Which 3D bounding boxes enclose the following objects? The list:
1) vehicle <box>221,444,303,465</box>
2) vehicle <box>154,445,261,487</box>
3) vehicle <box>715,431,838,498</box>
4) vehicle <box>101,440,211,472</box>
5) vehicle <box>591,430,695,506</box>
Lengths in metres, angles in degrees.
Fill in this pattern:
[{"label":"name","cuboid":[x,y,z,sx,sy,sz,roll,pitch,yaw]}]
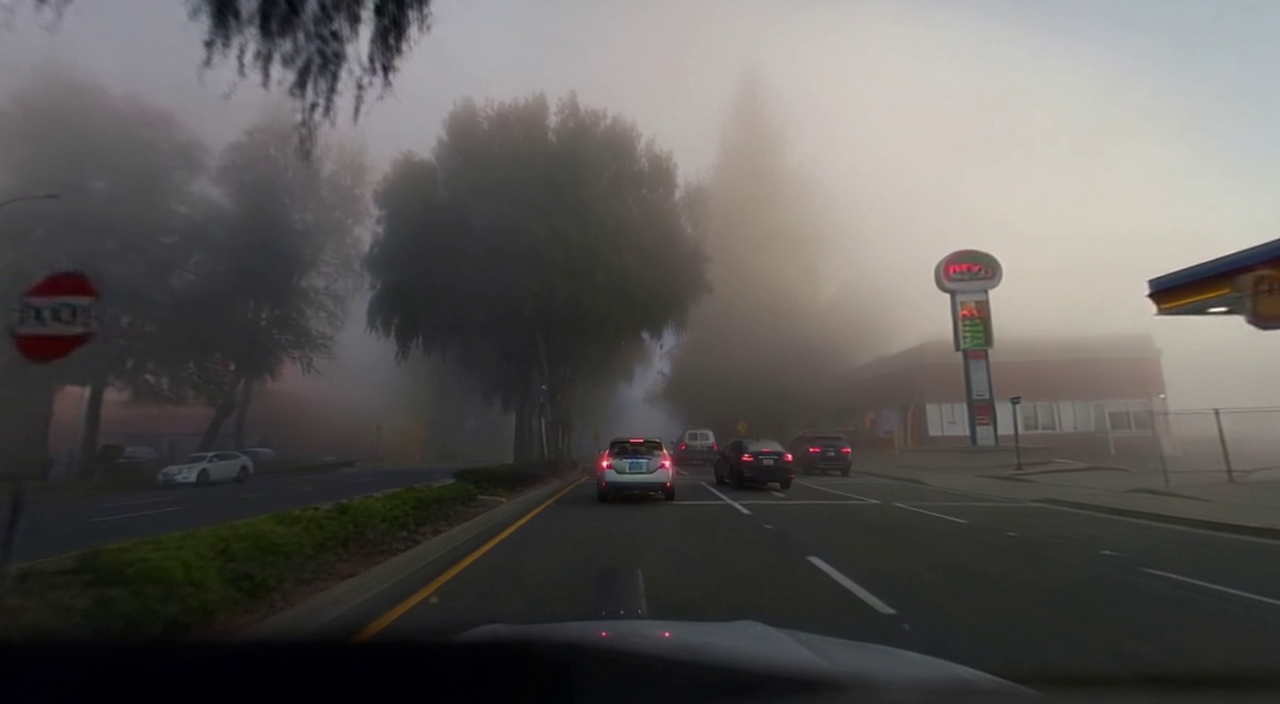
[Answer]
[{"label":"vehicle","cuboid":[-28.152,7.662,47.198,4.736,1.491,2.042,0,-8,-2]},{"label":"vehicle","cuboid":[-19.242,5.059,28.350,1.903,1.706,3.994,0,-8,0]},{"label":"vehicle","cuboid":[3.343,2.877,16.544,2.124,1.476,4.730,0,-8,-1]},{"label":"vehicle","cuboid":[-28.062,6.051,36.730,4.699,1.775,2.007,0,-8,1]},{"label":"vehicle","cuboid":[0.067,2.587,14.441,2.052,1.488,3.779,0,-8,0]}]
